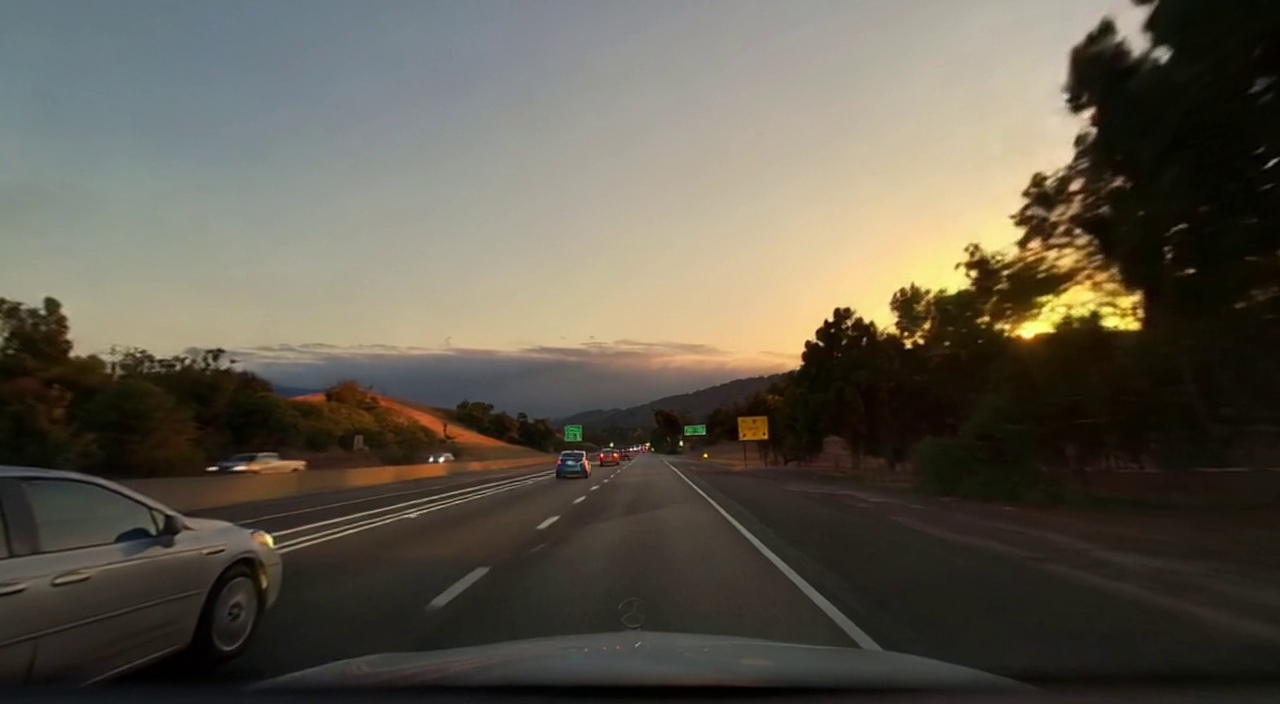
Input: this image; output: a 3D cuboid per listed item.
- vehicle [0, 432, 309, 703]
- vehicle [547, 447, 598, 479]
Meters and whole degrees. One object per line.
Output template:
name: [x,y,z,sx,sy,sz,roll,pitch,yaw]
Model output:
vehicle: [-4.027,1.195,3.392,2.011,1.481,4.434,0,-9,1]
vehicle: [-3.411,5.763,32.830,2.044,1.527,4.607,0,-9,1]
